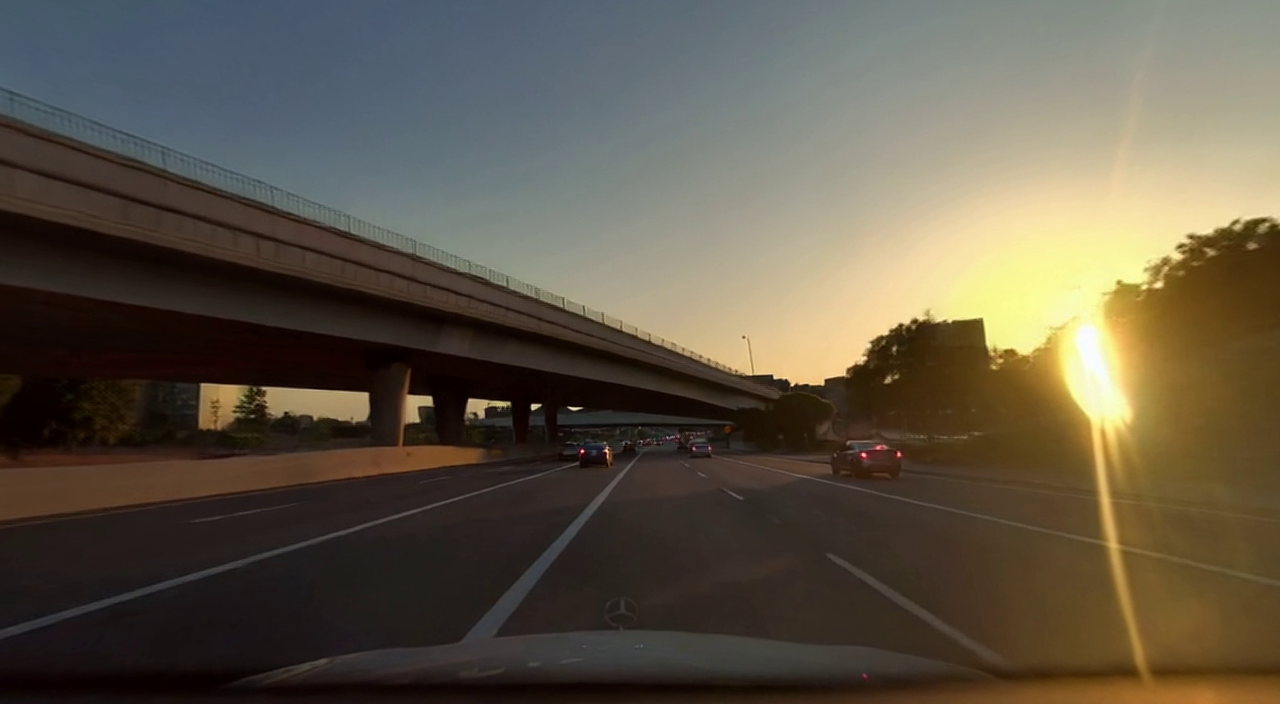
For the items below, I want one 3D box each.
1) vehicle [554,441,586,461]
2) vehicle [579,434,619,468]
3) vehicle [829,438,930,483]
[{"bbox_3d":[-5.470,7.823,49.983,2.009,1.462,4.458,0,-8,1],"label":"vehicle"},{"bbox_3d":[-2.291,5.676,36.394,1.893,1.827,4.513,0,-8,1],"label":"vehicle"},{"bbox_3d":[8.408,3.847,22.634,1.900,1.432,4.519,0,-8,1],"label":"vehicle"}]
